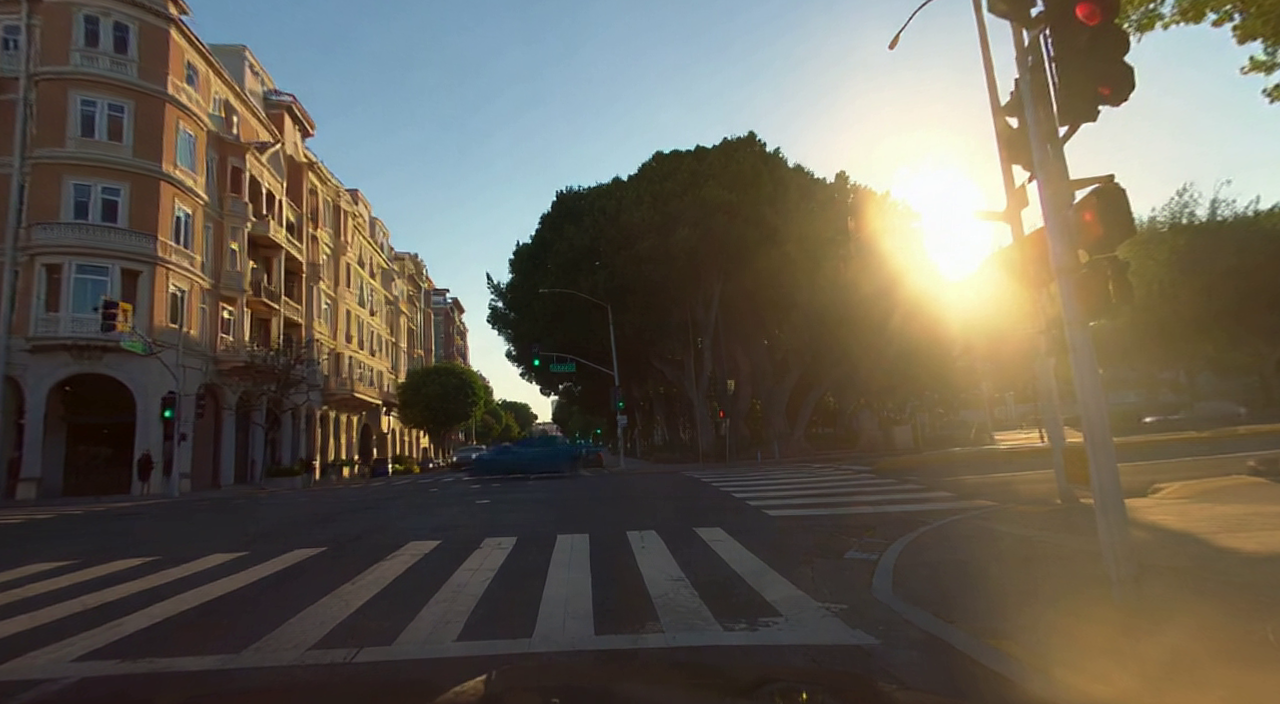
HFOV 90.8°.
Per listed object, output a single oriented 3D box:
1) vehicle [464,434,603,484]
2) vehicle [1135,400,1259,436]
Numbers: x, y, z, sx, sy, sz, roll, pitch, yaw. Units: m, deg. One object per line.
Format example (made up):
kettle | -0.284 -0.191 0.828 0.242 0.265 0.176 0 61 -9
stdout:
vehicle | -3.729 3.784 22.493 4.626 1.636 2.004 1 -9 -8
vehicle | 24.501 2.936 27.850 4.320 1.456 1.803 2 -9 -13
